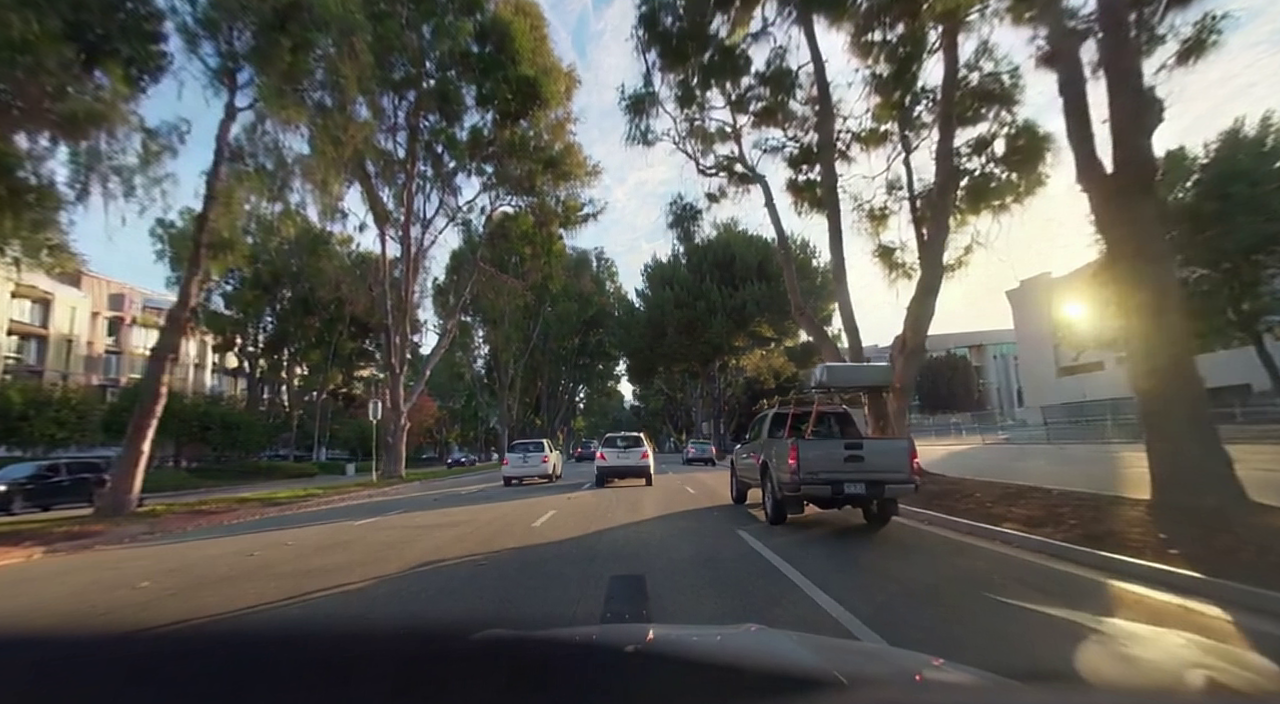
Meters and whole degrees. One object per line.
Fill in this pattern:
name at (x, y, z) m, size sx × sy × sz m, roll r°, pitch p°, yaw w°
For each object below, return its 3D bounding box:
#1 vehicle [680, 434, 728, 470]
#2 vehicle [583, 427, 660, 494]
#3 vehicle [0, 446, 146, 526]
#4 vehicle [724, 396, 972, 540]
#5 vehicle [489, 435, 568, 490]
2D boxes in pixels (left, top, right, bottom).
vehicle at (3.638, 5.802, 36.591) m, size 2.183 × 1.948 × 4.633 m, roll 0°, pitch -8°, yaw -2°
vehicle at (-0.466, 3.215, 18.966) m, size 2.075 × 1.770 × 4.018 m, roll 0°, pitch -8°, yaw 1°
vehicle at (-15.047, 3.258, 15.725) m, size 1.889 × 1.743 × 4.296 m, roll -2°, pitch -8°, yaw 1°
vehicle at (3.394, 2.115, 12.162) m, size 2.655 × 2.054 × 6.098 m, roll 0°, pitch -8°, yaw 0°
vehicle at (-3.599, 3.627, 21.047) m, size 1.894 × 1.642 × 3.861 m, roll 0°, pitch -8°, yaw 1°
